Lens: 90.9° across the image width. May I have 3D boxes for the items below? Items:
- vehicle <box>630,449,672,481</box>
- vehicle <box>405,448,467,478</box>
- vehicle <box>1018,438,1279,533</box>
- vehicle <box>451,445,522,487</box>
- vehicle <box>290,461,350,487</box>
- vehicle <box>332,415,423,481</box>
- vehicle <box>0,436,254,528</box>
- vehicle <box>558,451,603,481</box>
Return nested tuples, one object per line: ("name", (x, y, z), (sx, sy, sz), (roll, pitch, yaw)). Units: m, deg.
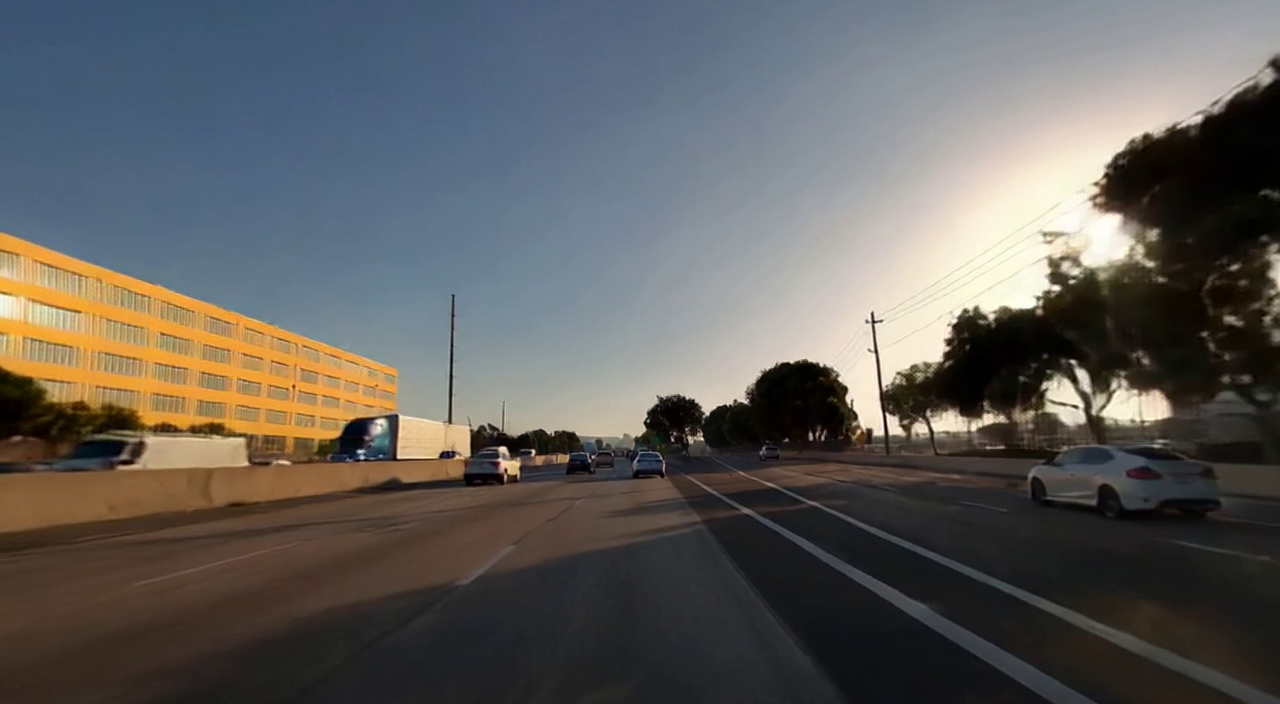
("vehicle", (0.576, 6.091, 34.249), (2.107, 1.538, 3.999), (-1, -8, 0))
("vehicle", (-12.862, 6.991, 40.197), (2.249, 1.715, 5.424), (-1, -8, -1))
("vehicle", (9.717, 2.481, 12.436), (1.966, 1.484, 4.610), (-1, -8, 5))
("vehicle", (-7.169, 5.358, 30.098), (2.106, 1.827, 4.814), (-1, -8, 1))
("vehicle", (-20.427, 7.779, 40.408), (1.782, 1.449, 3.904), (-1, -9, 0))
("vehicle", (-16.886, 6.252, 41.210), (2.969, 3.910, 6.683), (-1, -8, 0))
("vehicle", (-13.010, 3.185, 16.312), (2.283, 1.915, 5.774), (-1, -8, 1))
("vehicle", (-3.319, 6.436, 35.972), (2.059, 1.508, 4.662), (-1, -8, 1))
